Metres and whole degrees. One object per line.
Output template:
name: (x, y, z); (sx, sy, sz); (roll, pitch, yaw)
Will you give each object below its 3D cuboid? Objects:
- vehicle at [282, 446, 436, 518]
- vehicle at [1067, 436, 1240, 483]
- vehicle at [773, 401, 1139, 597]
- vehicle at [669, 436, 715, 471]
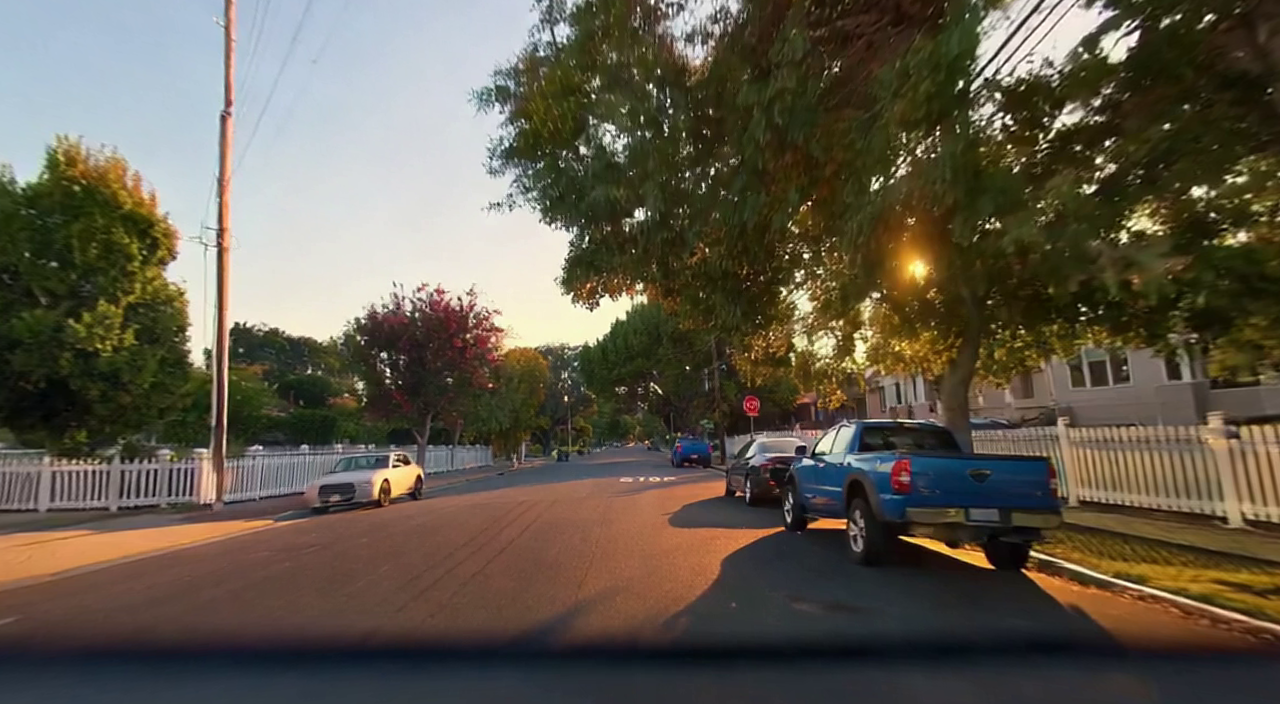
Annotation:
vehicle: (-7.147, 3.308, 16.654); (2.125, 1.623, 4.207); (0, -9, -1)
vehicle: (15.817, 3.321, 19.623); (3.814, 1.370, 1.728); (0, -9, 0)
vehicle: (3.287, 1.631, 7.884); (2.080, 1.706, 4.449); (0, -9, -3)
vehicle: (2.811, 5.649, 35.220); (2.126, 1.795, 4.751); (0, -9, -1)
